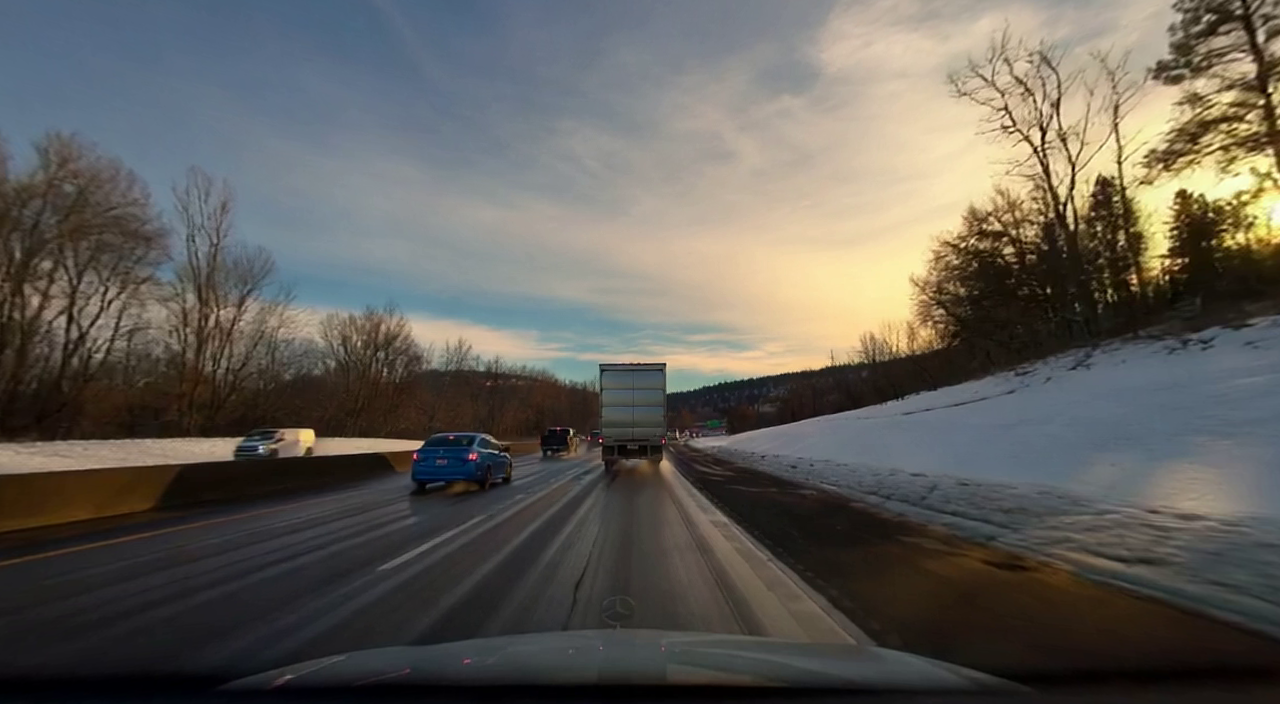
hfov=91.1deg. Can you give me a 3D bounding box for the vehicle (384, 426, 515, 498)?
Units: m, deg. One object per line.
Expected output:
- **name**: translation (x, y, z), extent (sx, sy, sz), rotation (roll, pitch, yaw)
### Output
- **vehicle**: translation (-4.612, 2.704, 15.986), extent (1.931, 1.539, 4.441), rotation (0, -8, 0)

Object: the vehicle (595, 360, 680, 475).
- **vehicle**: translation (-0.228, 2.977, 27.258), extent (2.953, 4.041, 10.072), rotation (0, -8, -2)

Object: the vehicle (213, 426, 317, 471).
- **vehicle**: translation (-18.617, 4.797, 31.550), extent (2.172, 2.024, 4.847), rotation (0, -8, 1)

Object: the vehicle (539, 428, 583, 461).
- **vehicle**: translation (-4.616, 5.451, 37.302), extent (2.019, 1.834, 4.644), rotation (0, -8, 0)
